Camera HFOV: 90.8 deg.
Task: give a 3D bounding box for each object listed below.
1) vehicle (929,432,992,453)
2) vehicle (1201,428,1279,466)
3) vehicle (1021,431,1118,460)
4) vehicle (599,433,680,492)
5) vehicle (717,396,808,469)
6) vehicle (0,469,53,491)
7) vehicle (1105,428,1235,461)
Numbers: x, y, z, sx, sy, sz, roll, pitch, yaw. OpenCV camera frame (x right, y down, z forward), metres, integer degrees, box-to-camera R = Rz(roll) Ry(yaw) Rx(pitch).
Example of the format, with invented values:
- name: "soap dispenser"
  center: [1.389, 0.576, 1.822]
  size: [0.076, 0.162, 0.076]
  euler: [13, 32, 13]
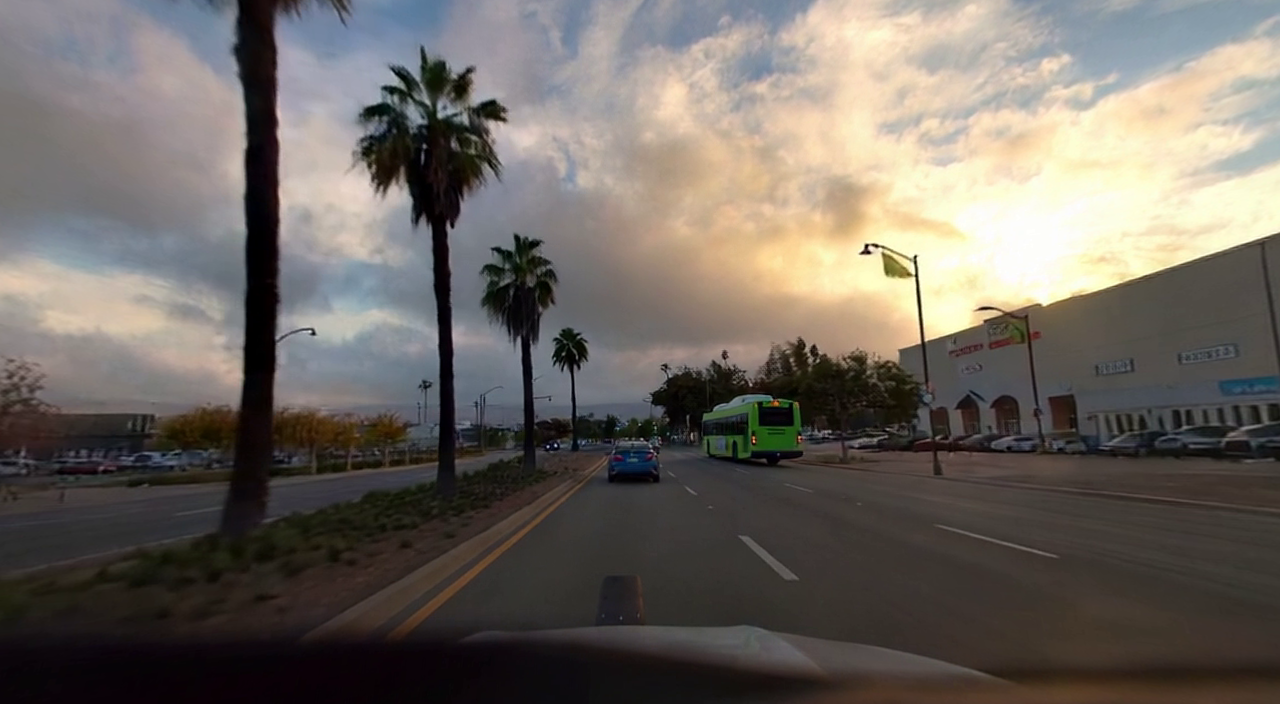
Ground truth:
- name: "vehicle"
  center: [24.973, 7.099, 49.336]
  size: [3.950, 1.441, 1.675]
  euler: [-2, -8, -2]
- name: "vehicle"
  center: [25.601, 3.792, 25.331]
  size: [4.319, 1.444, 1.888]
  euler: [0, -9, -1]
- name: "vehicle"
  center: [25.348, 5.536, 37.389]
  size: [4.260, 1.455, 1.767]
  euler: [-3, -9, 3]
- name: "vehicle"
  center: [-0.055, 3.162, 18.338]
  size: [2.065, 1.477, 4.306]
  euler: [0, -9, -1]
- name: "vehicle"
  center: [6.251, 4.432, 33.930]
  size: [2.795, 3.383, 9.287]
  euler: [0, -9, -1]
- name: "vehicle"
  center: [-43.986, 8.905, 43.894]
  size: [1.714, 1.415, 4.313]
  euler: [-7, -11, 39]
- name: "vehicle"
  center: [25.194, 4.432, 30.152]
  size: [4.492, 1.492, 1.855]
  euler: [0, -9, 1]
